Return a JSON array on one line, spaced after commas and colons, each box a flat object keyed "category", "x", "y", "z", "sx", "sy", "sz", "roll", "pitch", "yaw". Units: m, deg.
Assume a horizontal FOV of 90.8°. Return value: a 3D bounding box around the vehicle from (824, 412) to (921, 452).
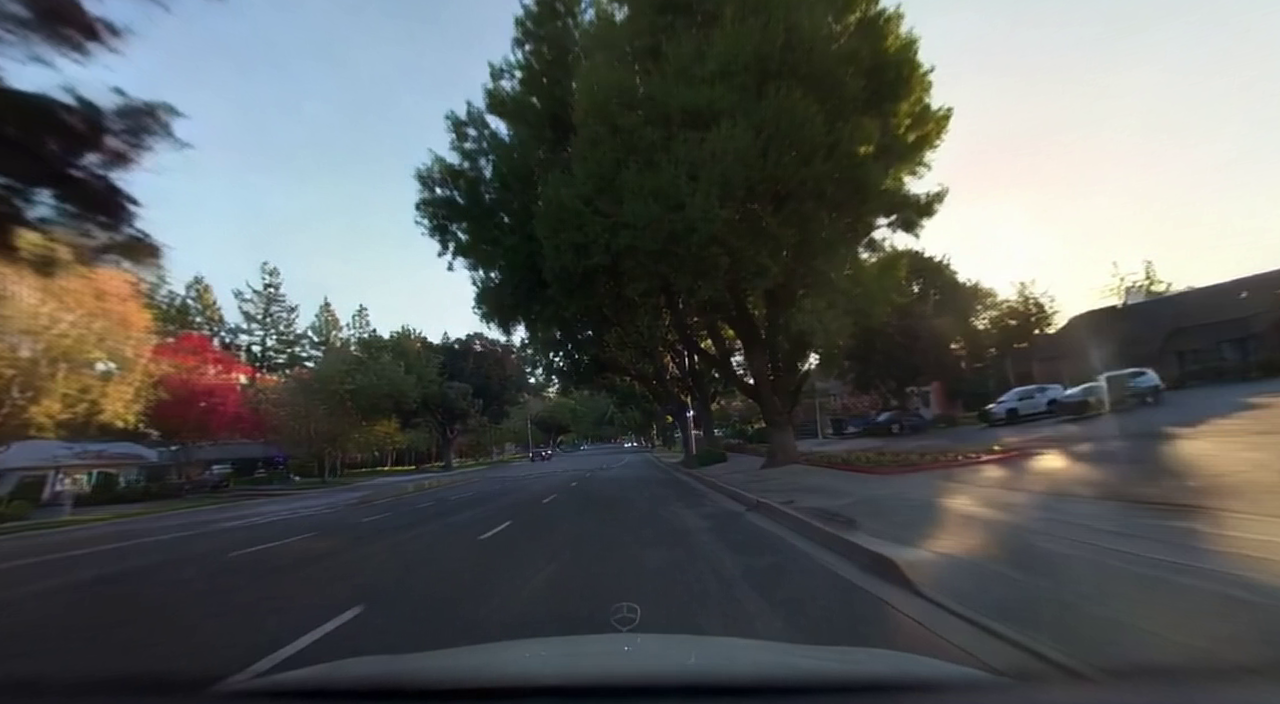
[{"category": "vehicle", "x": 12.566, "y": 4.467, "z": 34.564, "sx": 1.939, "sy": 1.753, "sz": 4.974, "roll": 5, "pitch": -13, "yaw": -23}]
